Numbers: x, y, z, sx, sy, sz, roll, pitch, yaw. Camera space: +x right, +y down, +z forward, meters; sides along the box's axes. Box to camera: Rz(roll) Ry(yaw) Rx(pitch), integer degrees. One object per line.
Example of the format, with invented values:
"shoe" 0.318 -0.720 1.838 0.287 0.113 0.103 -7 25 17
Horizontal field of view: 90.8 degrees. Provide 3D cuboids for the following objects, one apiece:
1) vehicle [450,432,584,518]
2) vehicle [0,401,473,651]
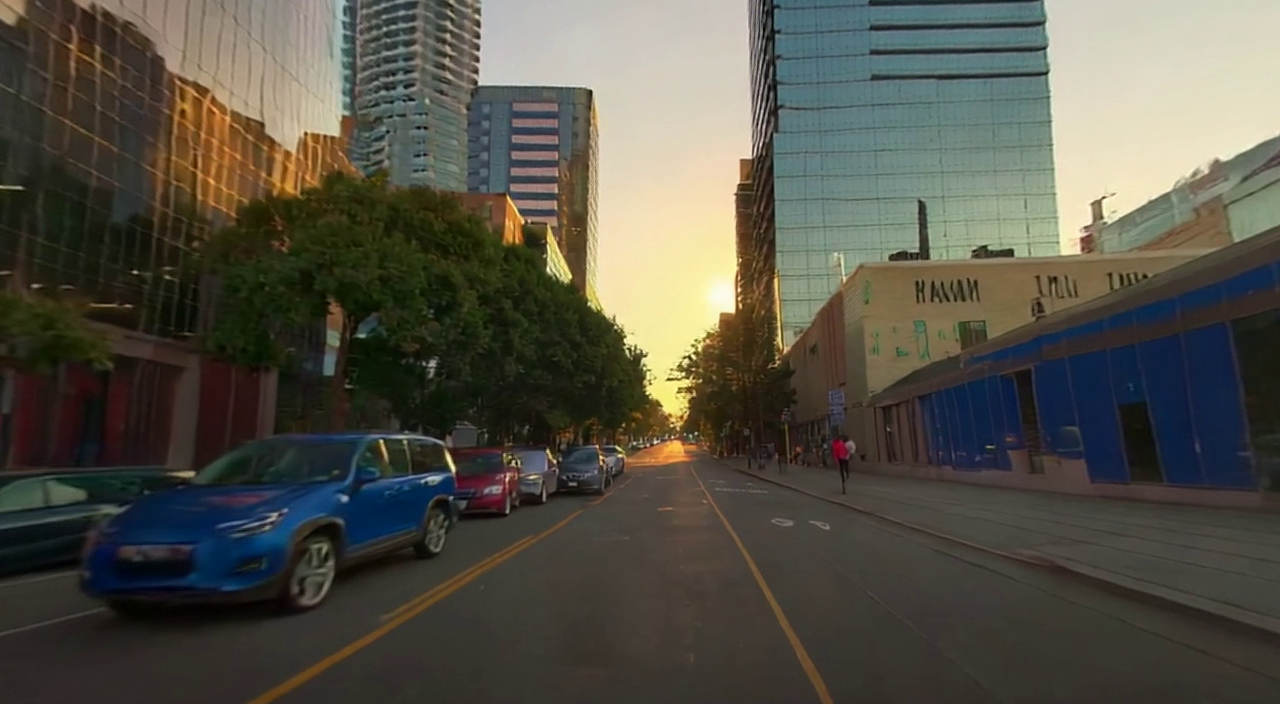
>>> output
"vehicle" -2.887 3.032 16.093 2.225 1.848 4.472 -1 -9 4
"vehicle" -3.693 1.623 7.038 2.173 1.814 4.573 -1 -9 3
